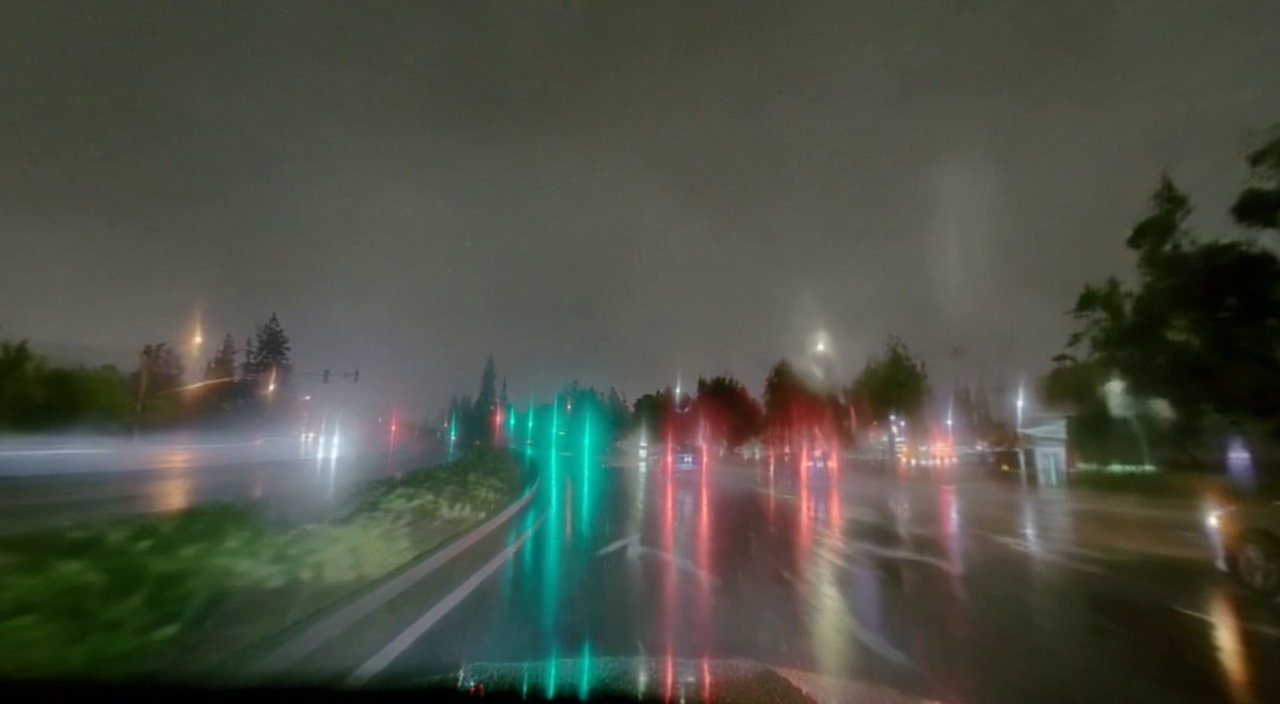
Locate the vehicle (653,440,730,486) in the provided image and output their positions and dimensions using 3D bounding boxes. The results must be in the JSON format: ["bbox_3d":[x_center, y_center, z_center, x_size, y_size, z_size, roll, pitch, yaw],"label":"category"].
[{"bbox_3d":[1.936,4.388,25.409,2.122,1.646,4.525,1,-9,-8],"label":"vehicle"}]

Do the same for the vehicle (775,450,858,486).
[{"bbox_3d":[7.978,5.268,29.069,1.940,1.460,4.652,1,-9,-8],"label":"vehicle"}]
